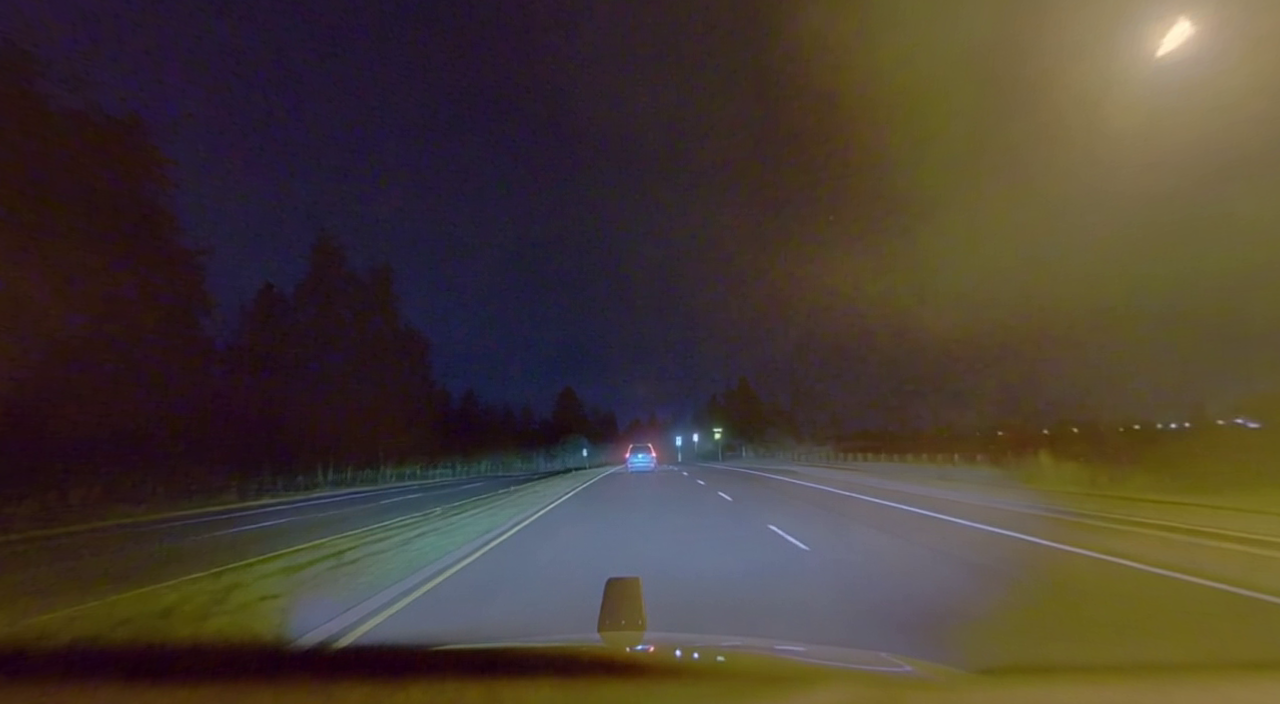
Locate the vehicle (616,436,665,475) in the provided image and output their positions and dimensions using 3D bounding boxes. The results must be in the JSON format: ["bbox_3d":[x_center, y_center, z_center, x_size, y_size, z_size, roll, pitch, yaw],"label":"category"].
[{"bbox_3d":[0.018,5.056,30.858,2.256,1.734,4.176,0,-8,0],"label":"vehicle"}]
